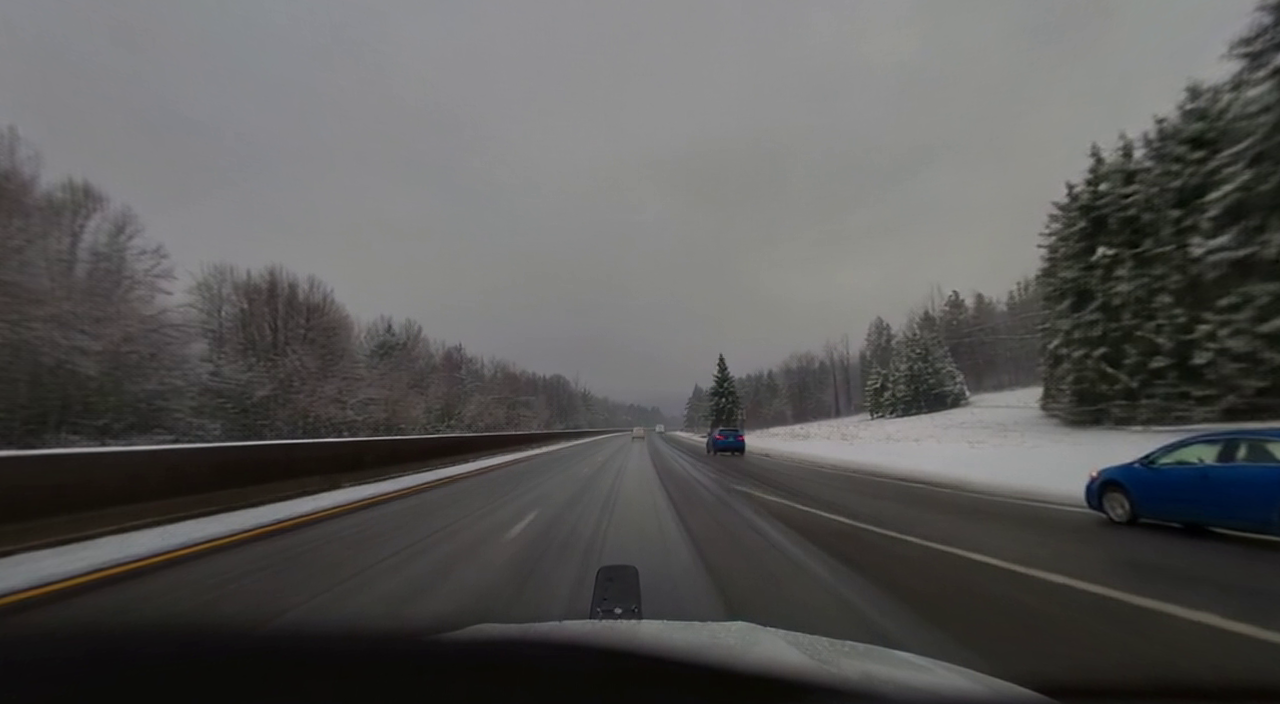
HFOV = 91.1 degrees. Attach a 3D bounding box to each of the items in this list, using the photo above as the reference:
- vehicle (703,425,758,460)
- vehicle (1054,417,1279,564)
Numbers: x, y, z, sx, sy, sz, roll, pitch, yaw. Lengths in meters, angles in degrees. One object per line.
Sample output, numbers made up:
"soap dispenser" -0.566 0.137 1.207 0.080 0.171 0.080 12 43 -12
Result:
"vehicle" 4.091 4.174 29.111 1.765 1.510 3.762 0 -8 -4
"vehicle" 7.421 1.491 7.023 1.992 1.486 4.406 2 -8 -13
